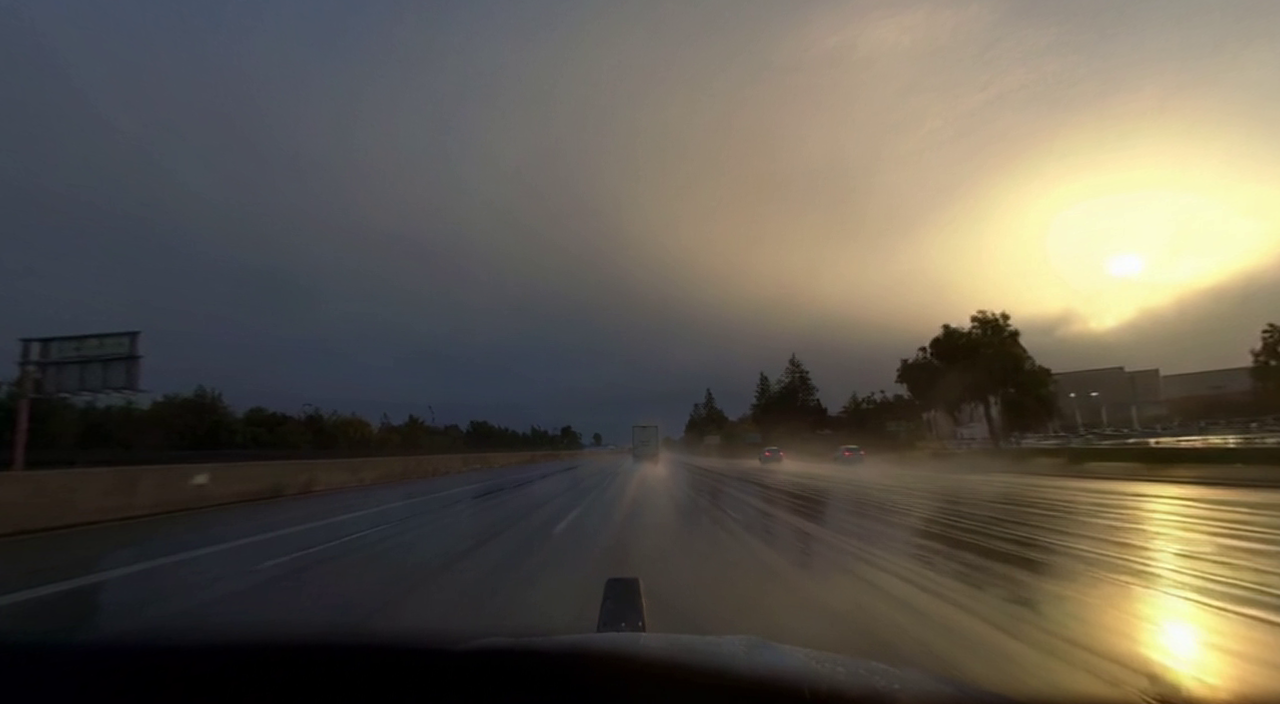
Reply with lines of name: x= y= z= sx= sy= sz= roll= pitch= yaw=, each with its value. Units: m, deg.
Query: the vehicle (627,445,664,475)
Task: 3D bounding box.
vehicle: x=0.291 y=6.173 z=36.176 sx=2.015 sy=1.639 sz=4.086 roll=0 pitch=-9 yaw=0
